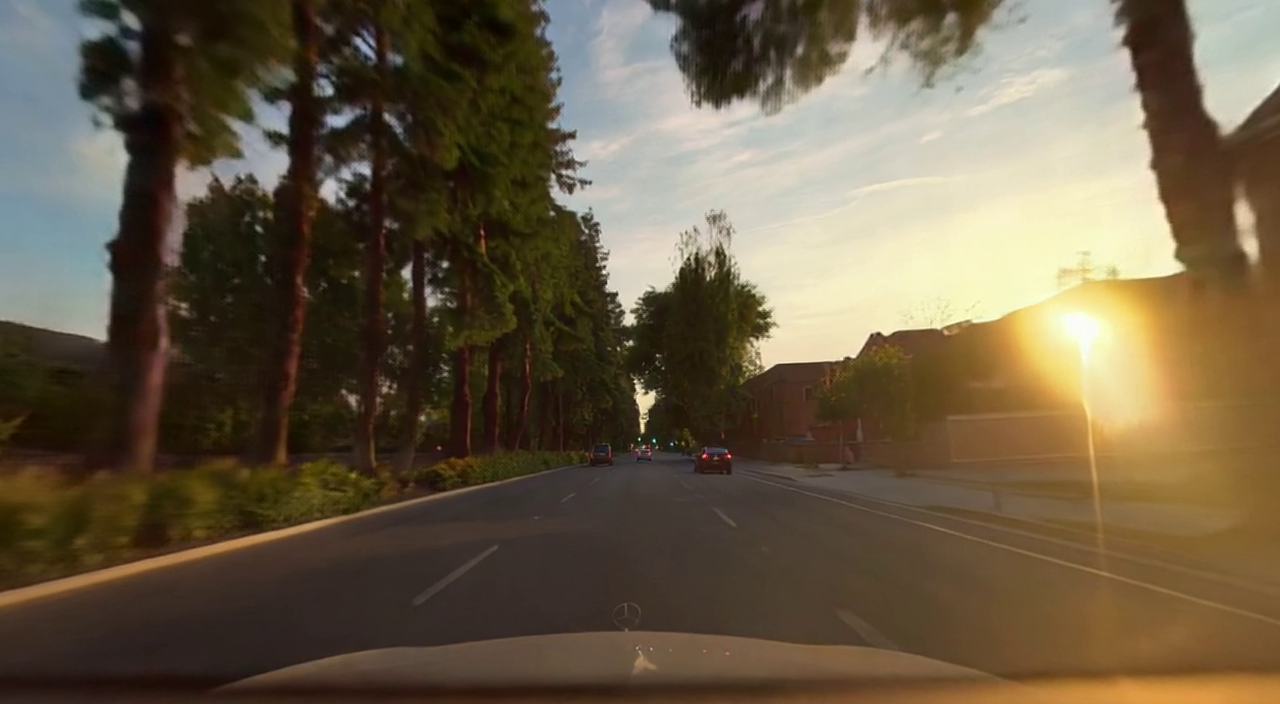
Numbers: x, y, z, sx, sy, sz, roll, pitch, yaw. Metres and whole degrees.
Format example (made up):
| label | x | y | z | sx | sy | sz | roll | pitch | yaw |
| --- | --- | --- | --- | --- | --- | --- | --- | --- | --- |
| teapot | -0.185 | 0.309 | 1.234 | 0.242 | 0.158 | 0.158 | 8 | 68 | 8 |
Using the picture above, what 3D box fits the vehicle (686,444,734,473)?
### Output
| label | x | y | z | sx | sy | sz | roll | pitch | yaw |
| --- | --- | --- | --- | --- | --- | --- | --- | --- | --- |
| vehicle | 4.067 | 6.289 | 37.408 | 2.237 | 1.578 | 4.621 | 0 | -8 | -1 |
